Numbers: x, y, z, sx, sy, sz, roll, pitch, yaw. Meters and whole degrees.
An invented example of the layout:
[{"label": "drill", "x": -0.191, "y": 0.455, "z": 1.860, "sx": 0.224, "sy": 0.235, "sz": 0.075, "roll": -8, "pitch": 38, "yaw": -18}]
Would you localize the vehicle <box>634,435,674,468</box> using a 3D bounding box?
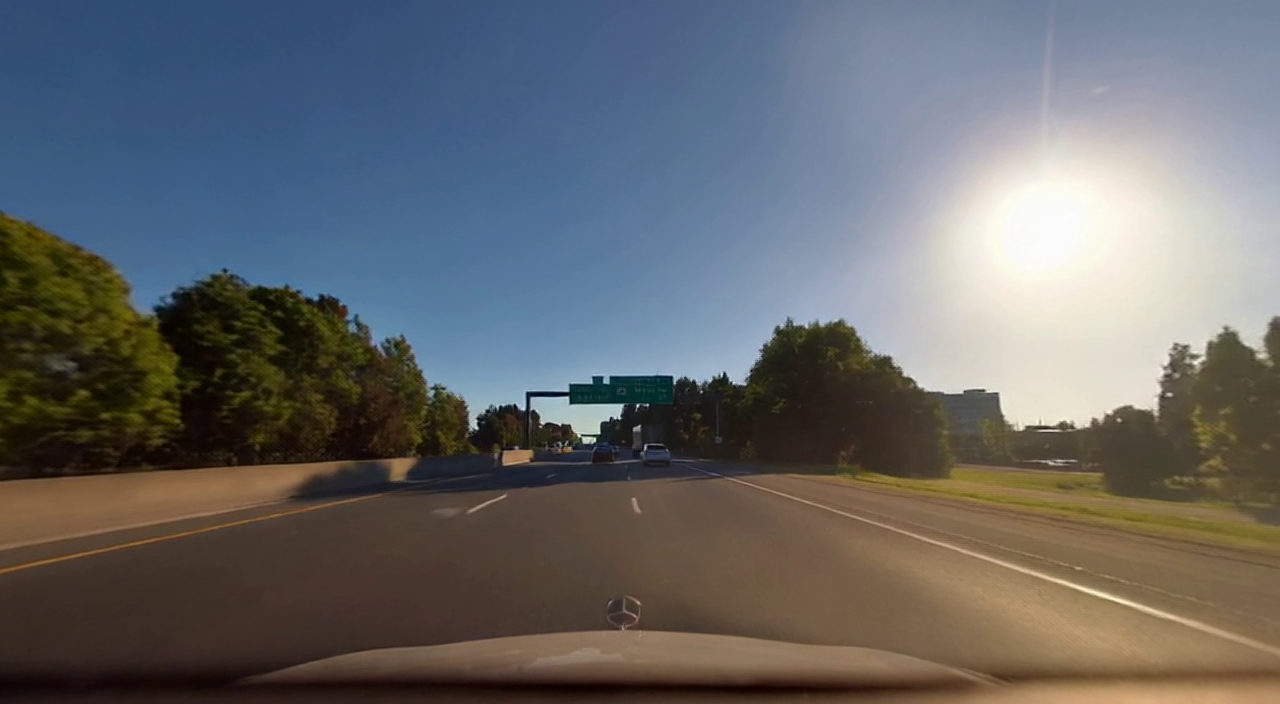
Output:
[{"label": "vehicle", "x": 0.792, "y": 6.227, "z": 39.554, "sx": 2.139, "sy": 1.925, "sz": 4.312, "roll": 0, "pitch": -9, "yaw": -4}]
